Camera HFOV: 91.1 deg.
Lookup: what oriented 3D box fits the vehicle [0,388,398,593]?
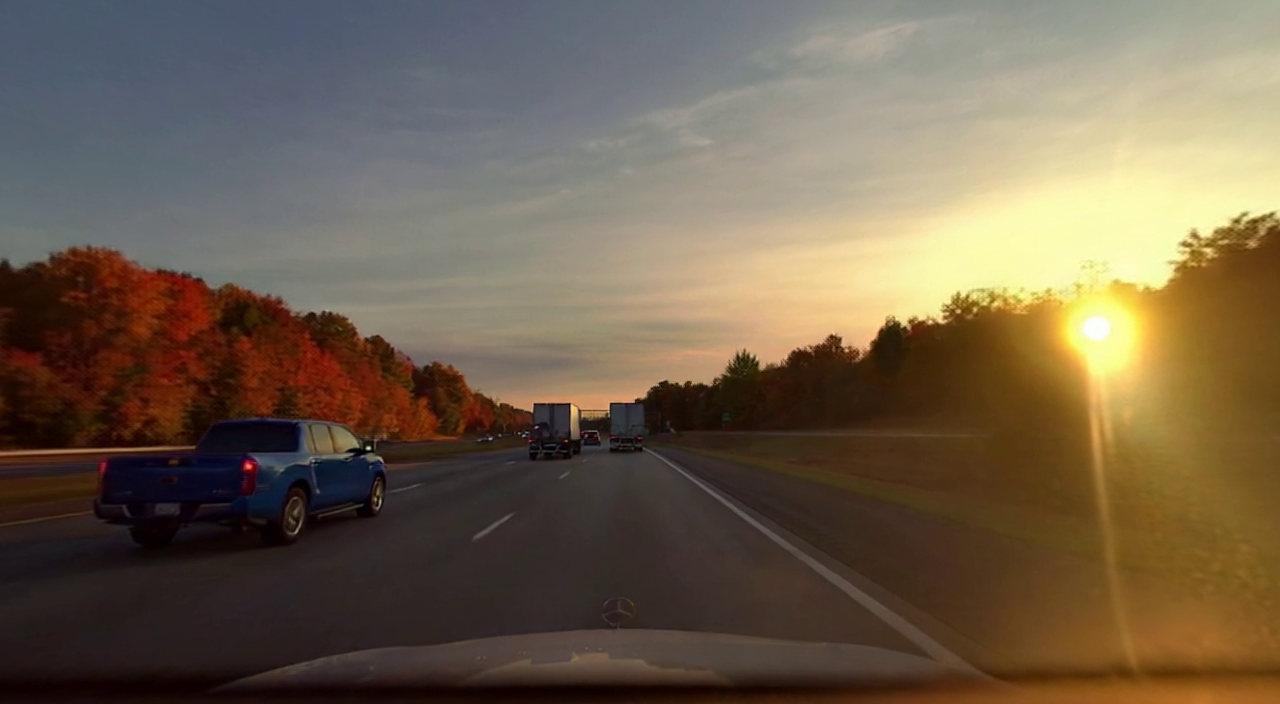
[{"bbox_3d":[-4.785,1.437,7.471,2.089,1.669,4.515,0,-8,-1],"label":"vehicle"}]

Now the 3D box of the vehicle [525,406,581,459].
[{"bbox_3d":[-4.773,4.570,35.478,2.383,2.726,5.677,0,-8,-1],"label":"vehicle"}]
